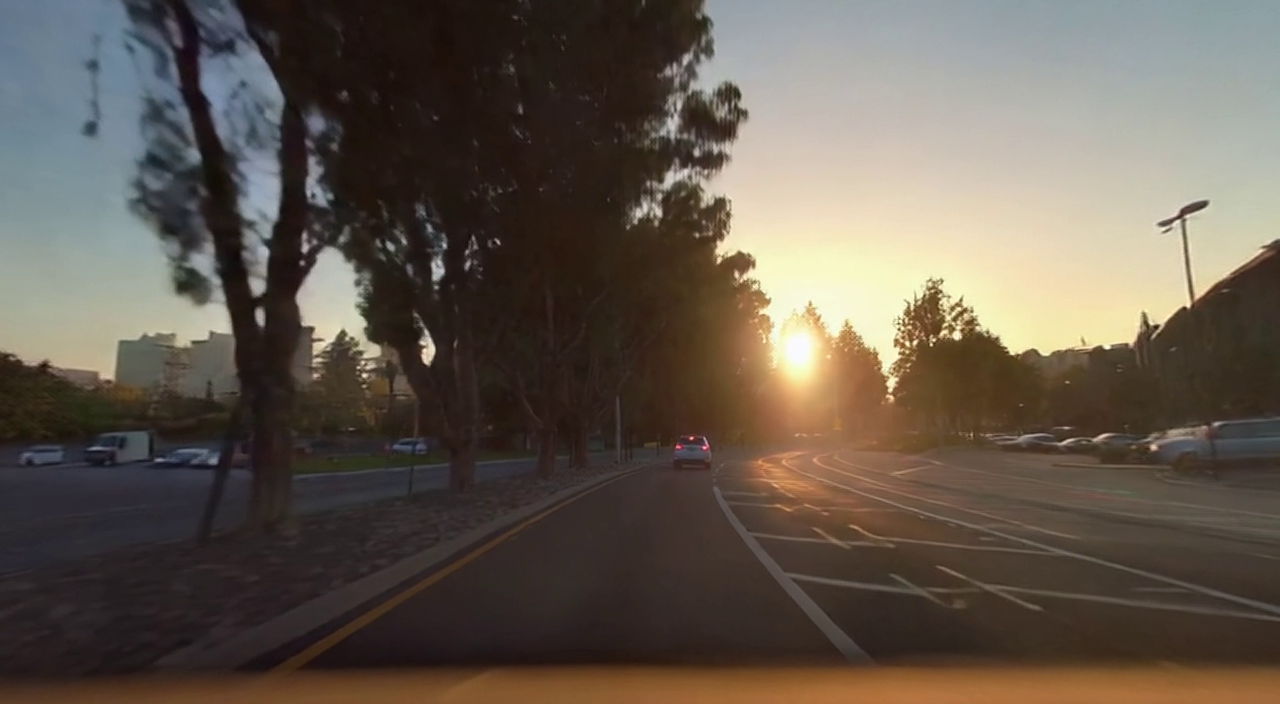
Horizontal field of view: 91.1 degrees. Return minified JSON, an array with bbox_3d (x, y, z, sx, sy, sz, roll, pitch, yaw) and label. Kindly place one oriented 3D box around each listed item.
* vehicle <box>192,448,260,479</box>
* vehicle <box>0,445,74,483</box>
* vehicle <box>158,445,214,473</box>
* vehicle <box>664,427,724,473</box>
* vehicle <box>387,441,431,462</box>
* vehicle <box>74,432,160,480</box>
[{"bbox_3d":[-22.815,6.112,34.780,2.058,1.580,4.134,3,-9,-18],"label":"vehicle"},{"bbox_3d":[-32.596,5.935,33.602,2.123,1.834,4.749,5,-10,-28],"label":"vehicle"},{"bbox_3d":[-27.708,6.532,38.458,1.916,1.563,3.941,4,-10,-24],"label":"vehicle"},{"bbox_3d":[2.647,4.572,29.298,2.371,1.926,5.615,-1,-9,9],"label":"vehicle"},{"bbox_3d":[-17.325,7.506,47.208,1.829,1.501,4.149,0,-9,-2],"label":"vehicle"},{"bbox_3d":[-30.361,5.950,36.673,2.346,2.341,5.455,1,-6,-23],"label":"vehicle"}]
